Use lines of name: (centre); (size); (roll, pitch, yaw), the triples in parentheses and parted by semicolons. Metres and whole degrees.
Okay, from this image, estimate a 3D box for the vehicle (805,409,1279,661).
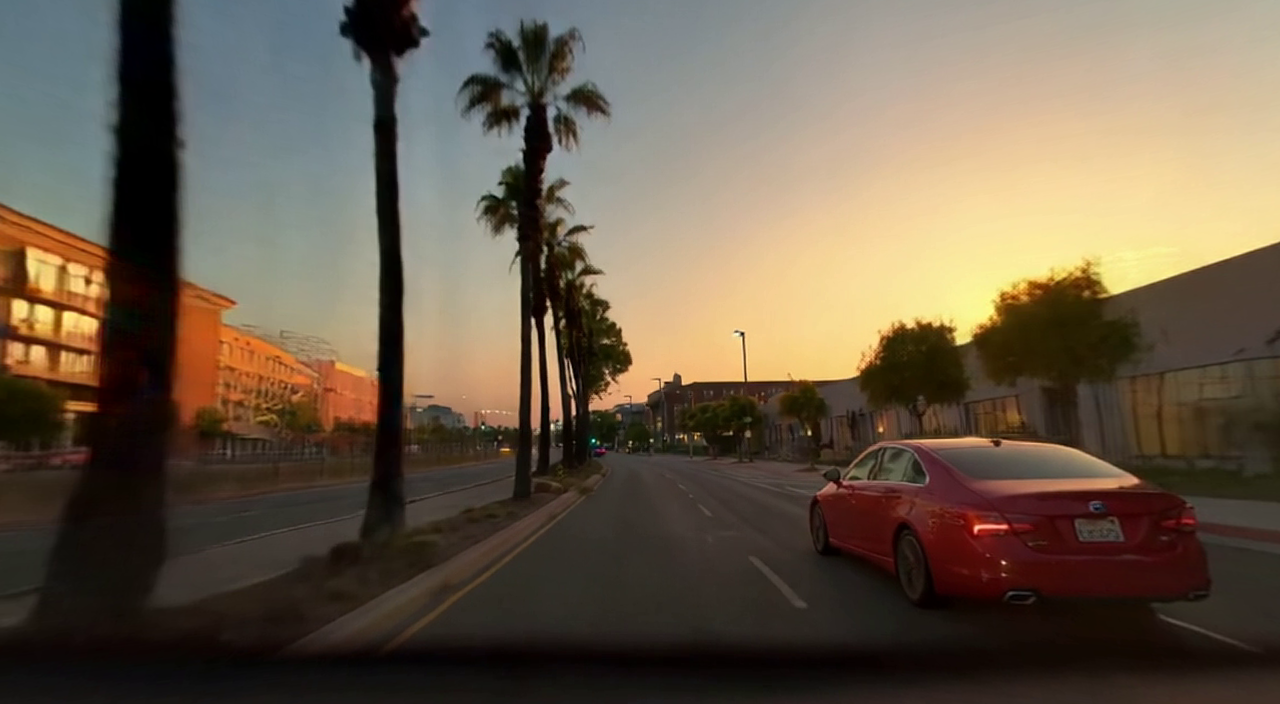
vehicle: (3.172, 1.462, 6.163); (1.867, 1.554, 4.301); (0, -8, -1)
